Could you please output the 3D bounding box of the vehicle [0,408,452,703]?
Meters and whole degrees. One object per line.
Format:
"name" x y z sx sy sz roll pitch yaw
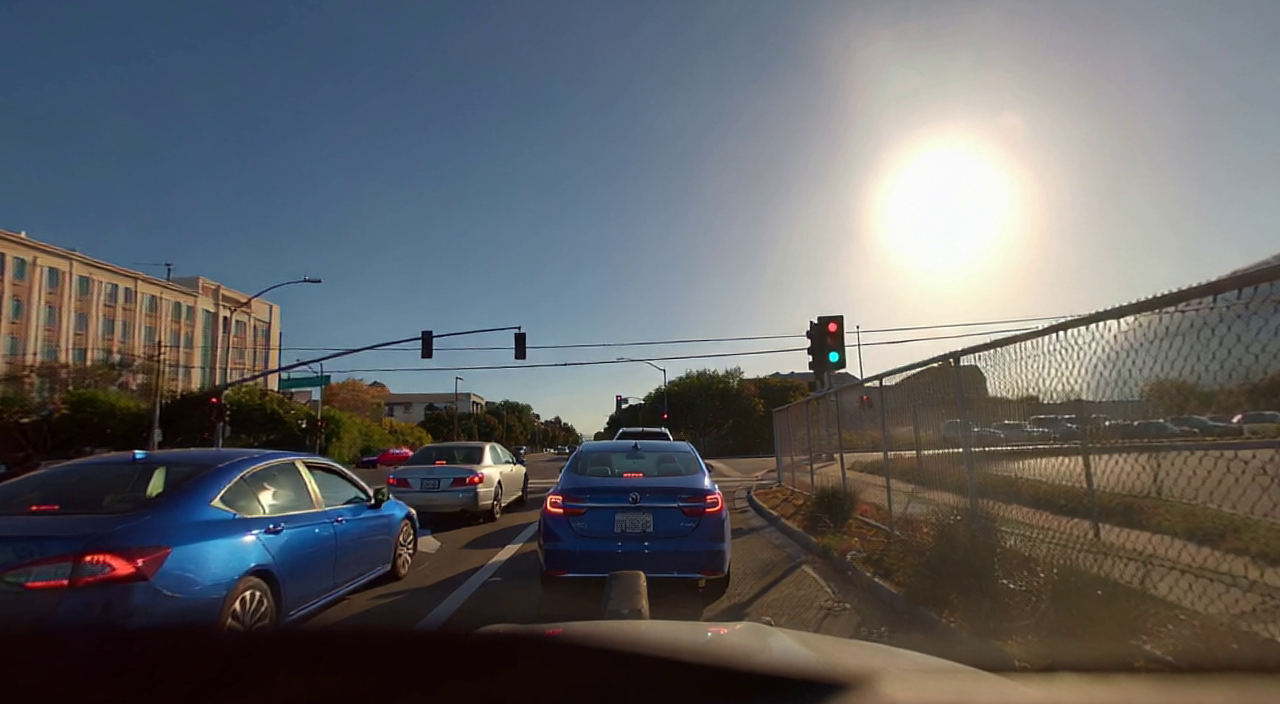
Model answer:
"vehicle" -3.211 1.321 4.876 1.971 1.488 4.581 0 -9 1

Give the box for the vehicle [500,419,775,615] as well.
"vehicle" -0.016 1.600 7.008 2.144 1.514 4.063 0 -9 0
